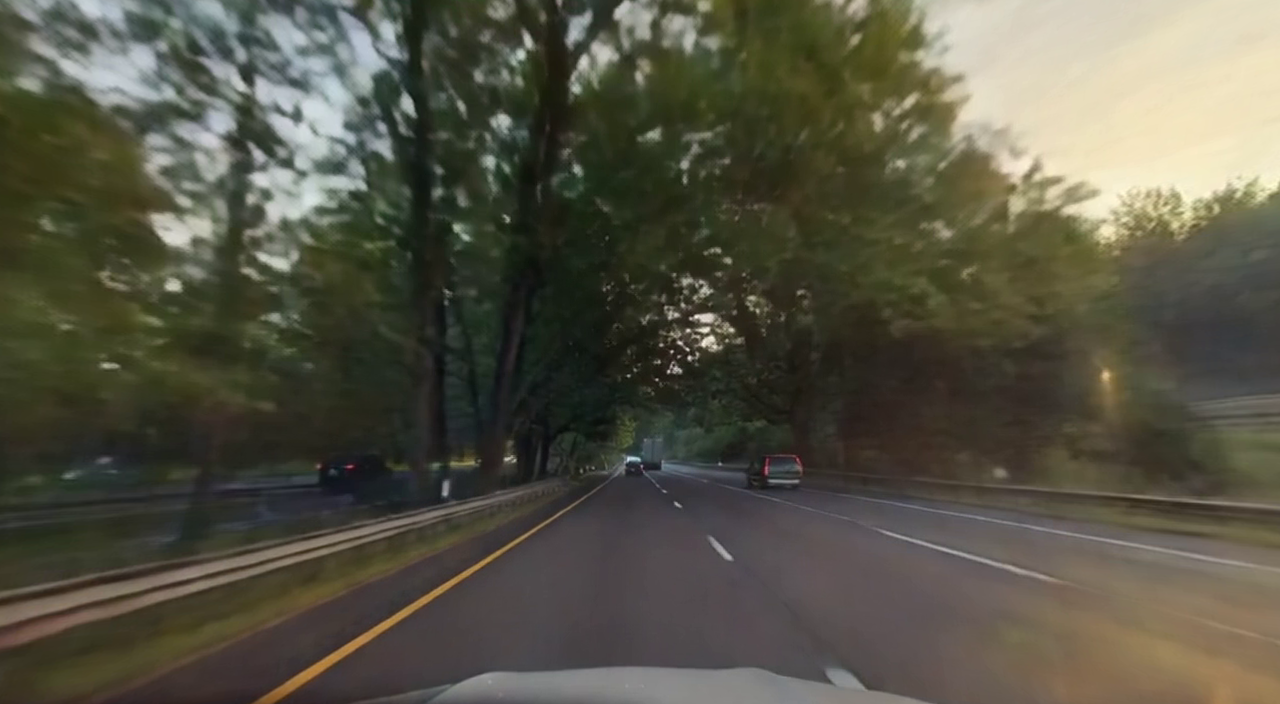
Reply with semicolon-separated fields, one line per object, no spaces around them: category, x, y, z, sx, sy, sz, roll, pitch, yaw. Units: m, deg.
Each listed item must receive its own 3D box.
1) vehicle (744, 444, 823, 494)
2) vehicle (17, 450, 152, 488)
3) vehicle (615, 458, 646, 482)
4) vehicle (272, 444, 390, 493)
vehicle;5.591;4.681;25.227;1.998;1.776;4.663;1;-10;-1
vehicle;-27.516;5.855;31.518;1.980;1.699;5.236;1;-10;-1
vehicle;-0.700;8.004;42.821;1.987;1.467;3.903;1;-10;-2
vehicle;-11.398;4.368;23.710;1.952;1.618;4.859;1;-10;0
